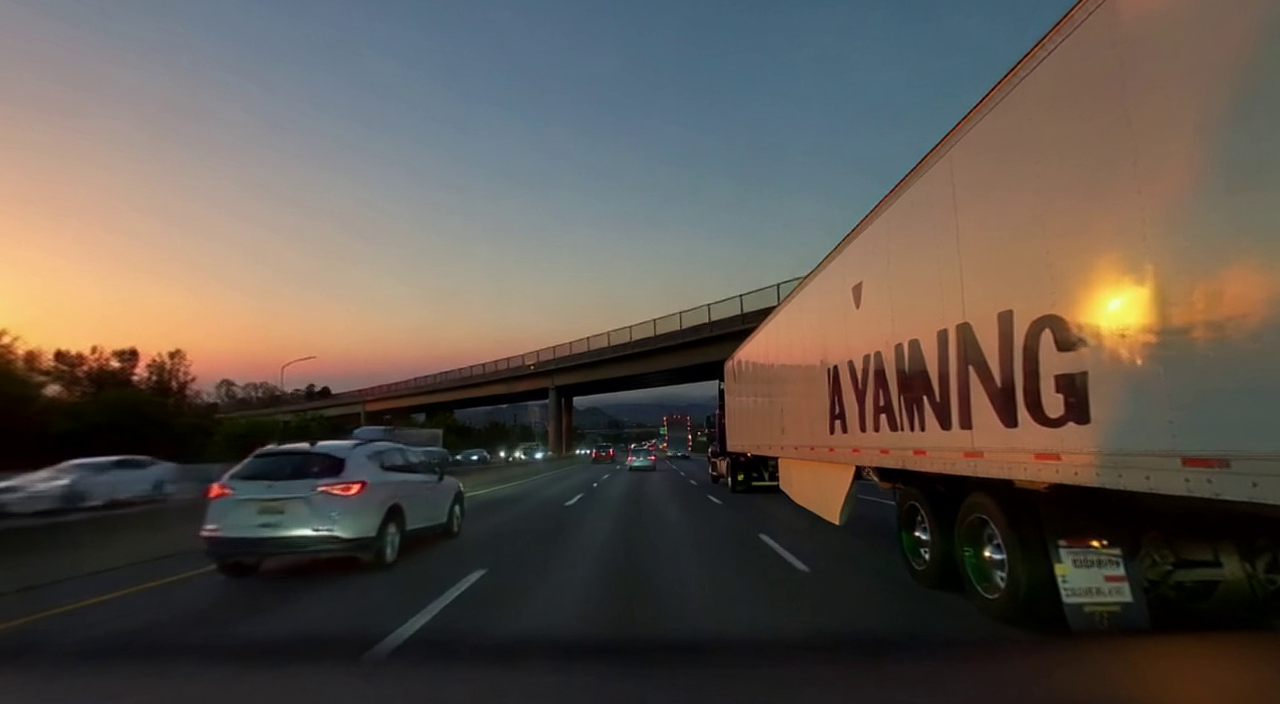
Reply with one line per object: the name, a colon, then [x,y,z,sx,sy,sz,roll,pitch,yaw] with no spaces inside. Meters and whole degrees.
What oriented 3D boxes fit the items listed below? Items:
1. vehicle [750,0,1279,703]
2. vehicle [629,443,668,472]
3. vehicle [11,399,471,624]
vehicle: [3.881,0.383,7.792,2.821,4.077,12.562,0,-9,0]
vehicle: [0.439,5.867,35.256,2.063,1.469,4.208,0,-9,0]
vehicle: [-3.770,1.610,7.433,2.091,1.722,4.974,0,-9,1]
